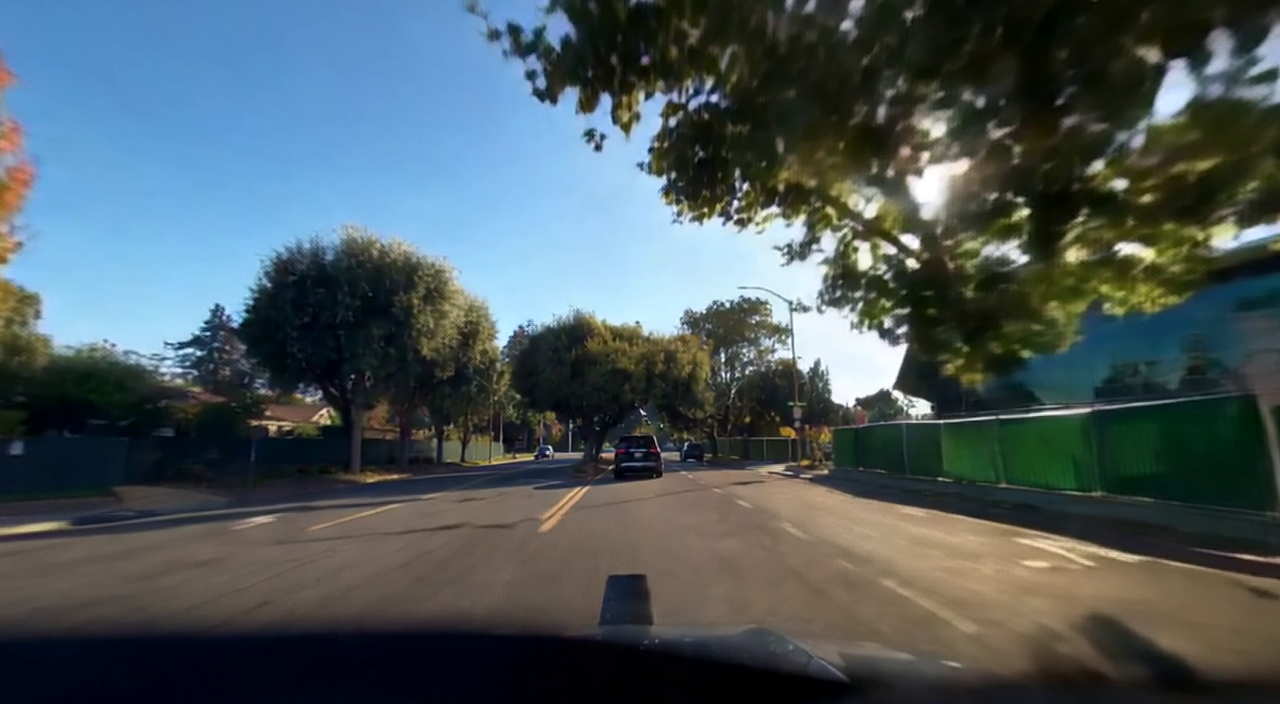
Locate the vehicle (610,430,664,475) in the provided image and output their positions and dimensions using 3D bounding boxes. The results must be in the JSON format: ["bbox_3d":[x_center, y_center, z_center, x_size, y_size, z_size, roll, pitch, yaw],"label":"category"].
[{"bbox_3d":[-0.143,4.730,29.910,2.386,1.947,4.168,0,-8,0],"label":"vehicle"}]

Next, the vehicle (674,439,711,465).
[{"bbox_3d":[3.675,7.095,44.821,2.138,1.699,4.852,0,-8,-1],"label":"vehicle"}]
